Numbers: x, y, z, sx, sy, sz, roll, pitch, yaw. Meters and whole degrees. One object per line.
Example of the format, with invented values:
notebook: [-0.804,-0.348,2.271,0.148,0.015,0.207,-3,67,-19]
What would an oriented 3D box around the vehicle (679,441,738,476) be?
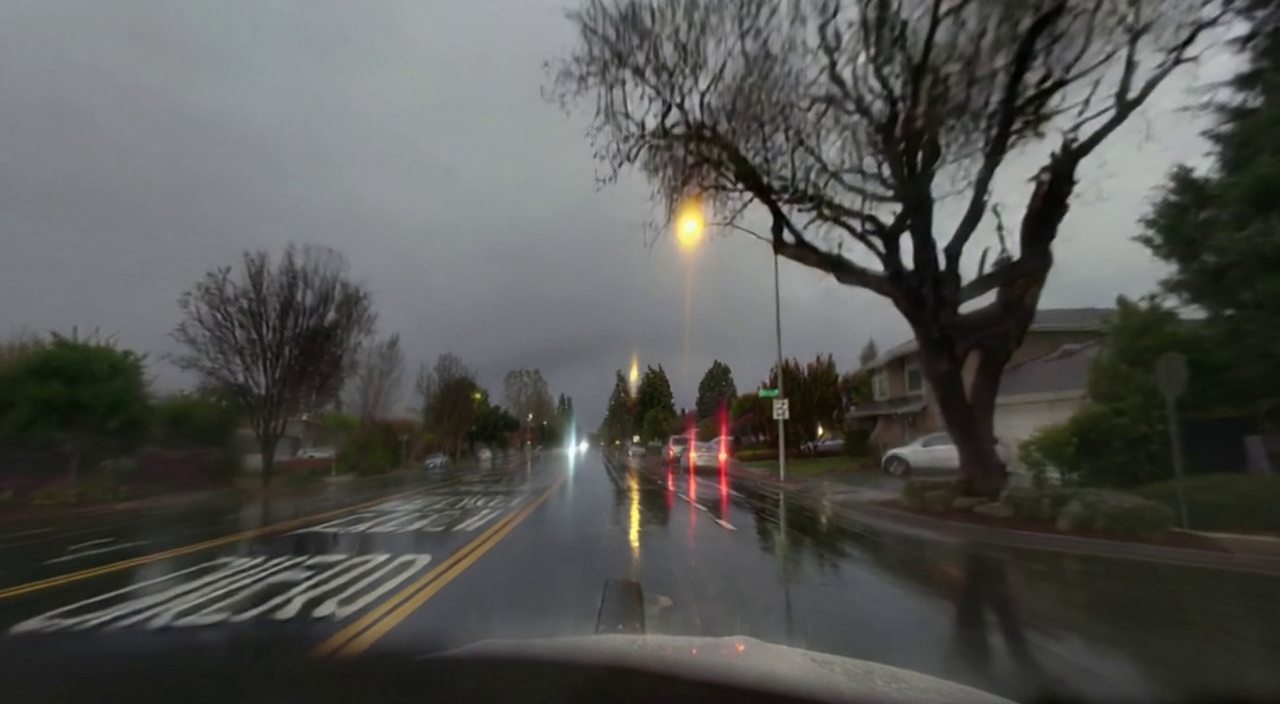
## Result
vehicle: [3.093,4.936,29.520,1.919,1.474,4.370,0,-8,-5]

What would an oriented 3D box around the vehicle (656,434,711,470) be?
vehicle: [2.368,5.664,36.134,2.293,1.858,5.868,0,-8,-4]

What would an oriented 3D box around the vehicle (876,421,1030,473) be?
vehicle: [10.869,3.323,22.084,4.492,1.619,1.849,-6,-10,35]
